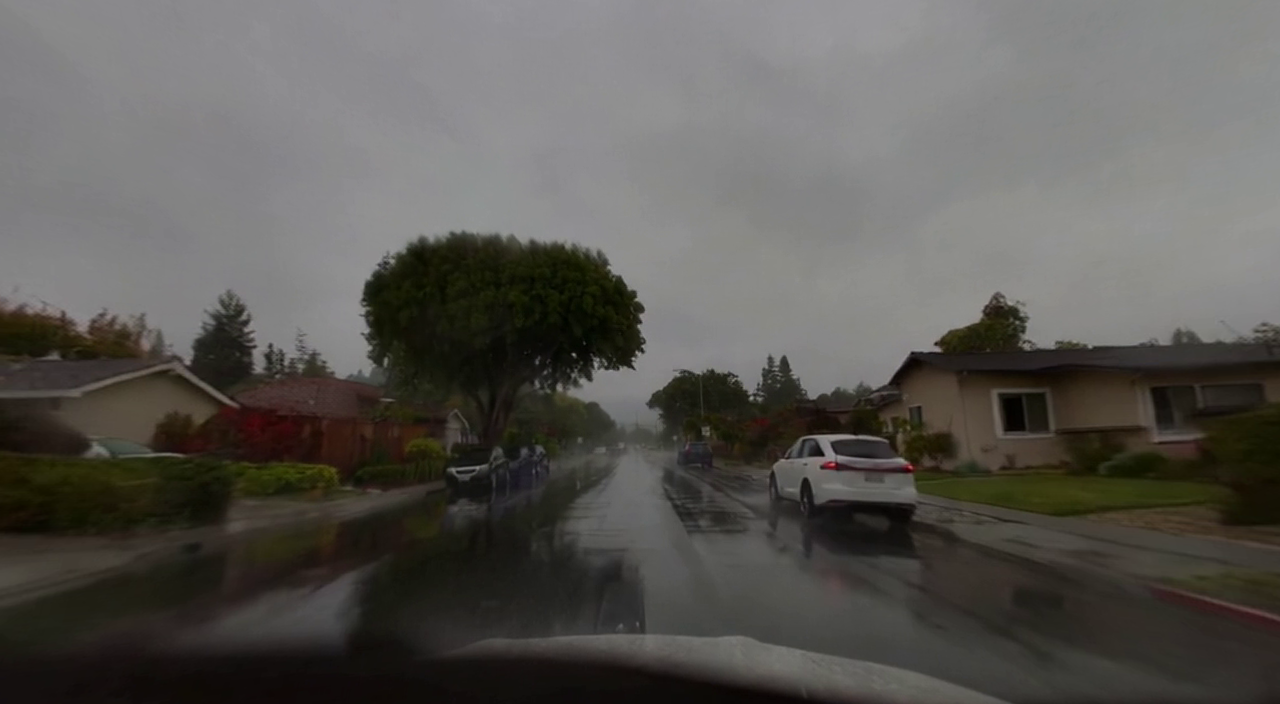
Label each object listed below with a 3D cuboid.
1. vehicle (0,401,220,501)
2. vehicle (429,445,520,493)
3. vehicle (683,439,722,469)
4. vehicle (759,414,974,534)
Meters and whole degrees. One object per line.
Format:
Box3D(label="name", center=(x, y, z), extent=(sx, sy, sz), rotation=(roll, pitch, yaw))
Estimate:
Box3D(label="vehicle", center=(-13.143, 2.255, 14.824), extent=(4.837, 1.897, 2.228), rotation=(4, -8, 5))
Box3D(label="vehicle", center=(-5.870, 4.205, 23.058), extent=(2.027, 1.544, 4.959), rotation=(-1, -9, 0))
Box3D(label="vehicle", center=(4.083, 6.743, 41.768), extent=(2.136, 1.794, 4.598), rotation=(-1, -9, 0))
Box3D(label="vehicle", center=(4.123, 2.365, 12.912), extent=(2.311, 1.859, 5.880), rotation=(-1, -9, 1))
